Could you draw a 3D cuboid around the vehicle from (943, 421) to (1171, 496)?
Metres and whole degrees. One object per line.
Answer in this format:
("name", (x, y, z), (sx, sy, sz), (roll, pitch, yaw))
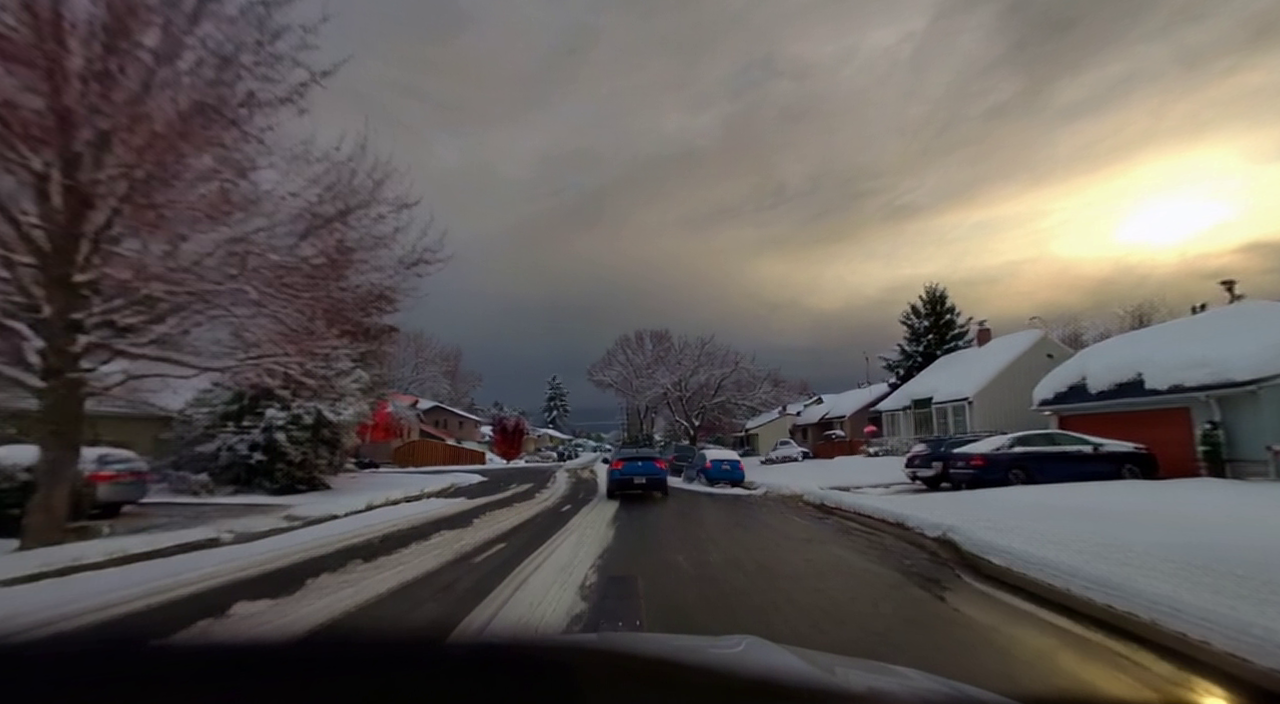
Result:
("vehicle", (10.683, 2.722, 16.409), (4.524, 1.587, 2.064), (-2, -8, -7))

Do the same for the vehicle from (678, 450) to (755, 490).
("vehicle", (2.946, 4.677, 25.423), (2.089, 1.462, 4.529), (1, -9, -6))

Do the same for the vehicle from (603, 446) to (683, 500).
("vehicle", (-0.026, 3.709, 19.675), (2.192, 1.474, 4.192), (1, -9, -3))

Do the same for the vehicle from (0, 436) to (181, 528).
("vehicle", (-13.020, 2.746, 13.518), (4.597, 1.794, 2.043), (1, -10, -6))
